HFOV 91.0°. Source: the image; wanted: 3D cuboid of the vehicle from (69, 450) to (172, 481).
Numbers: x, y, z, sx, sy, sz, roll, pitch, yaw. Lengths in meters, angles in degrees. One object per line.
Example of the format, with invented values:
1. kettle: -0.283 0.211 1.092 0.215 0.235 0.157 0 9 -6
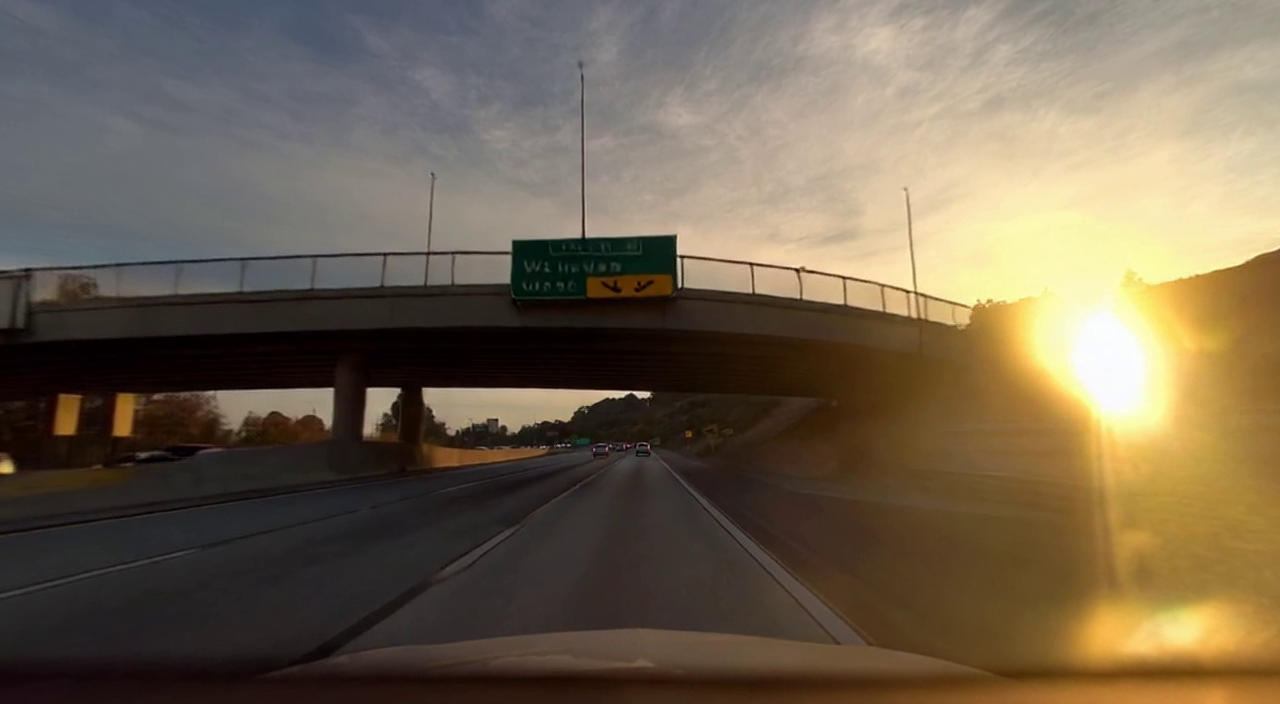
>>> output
1. vehicle: -28.517 6.220 34.793 1.871 1.514 4.413 0 -9 0

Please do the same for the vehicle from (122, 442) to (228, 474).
1. vehicle: -24.687 5.631 33.661 2.126 1.588 4.557 0 -8 1
